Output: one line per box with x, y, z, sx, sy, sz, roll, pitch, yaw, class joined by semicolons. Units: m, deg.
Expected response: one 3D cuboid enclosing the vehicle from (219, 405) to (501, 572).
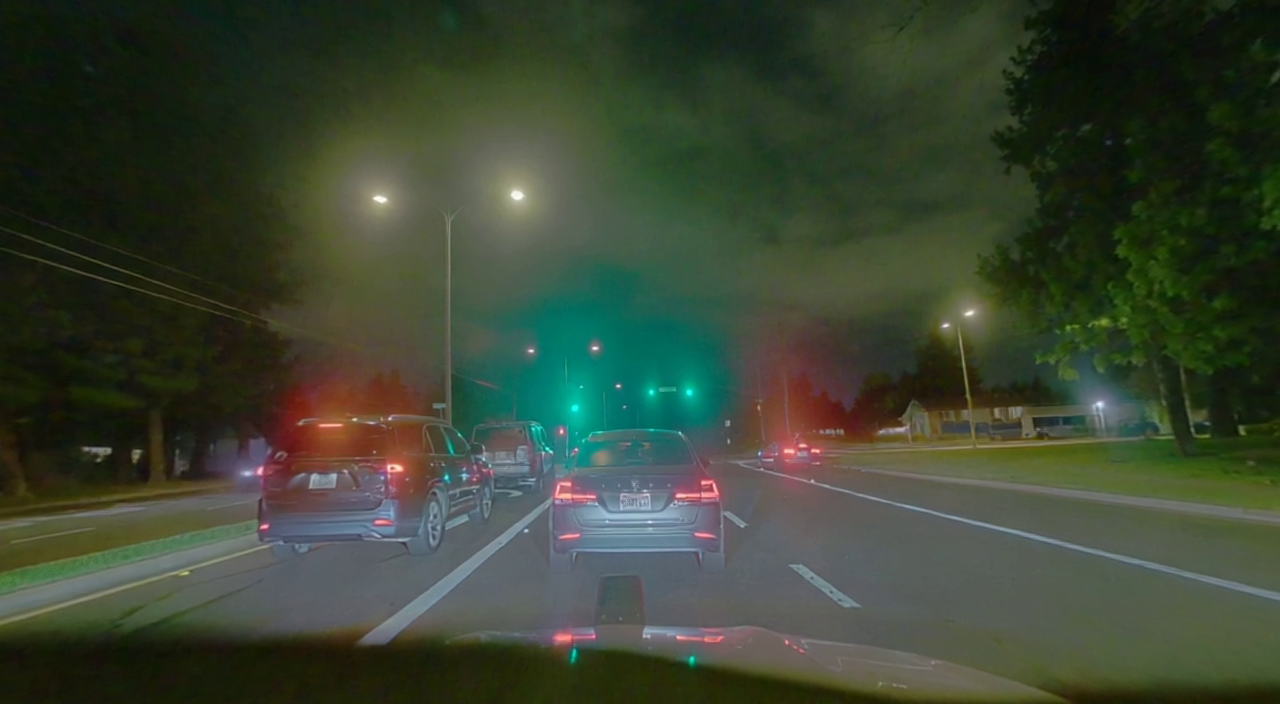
-3.428;1.754;8.853;2.046;1.751;4.208;0;-8;-1;vehicle

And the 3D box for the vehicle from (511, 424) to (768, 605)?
-0.057;1.642;7.298;2.126;1.475;3.967;0;-8;-2;vehicle
